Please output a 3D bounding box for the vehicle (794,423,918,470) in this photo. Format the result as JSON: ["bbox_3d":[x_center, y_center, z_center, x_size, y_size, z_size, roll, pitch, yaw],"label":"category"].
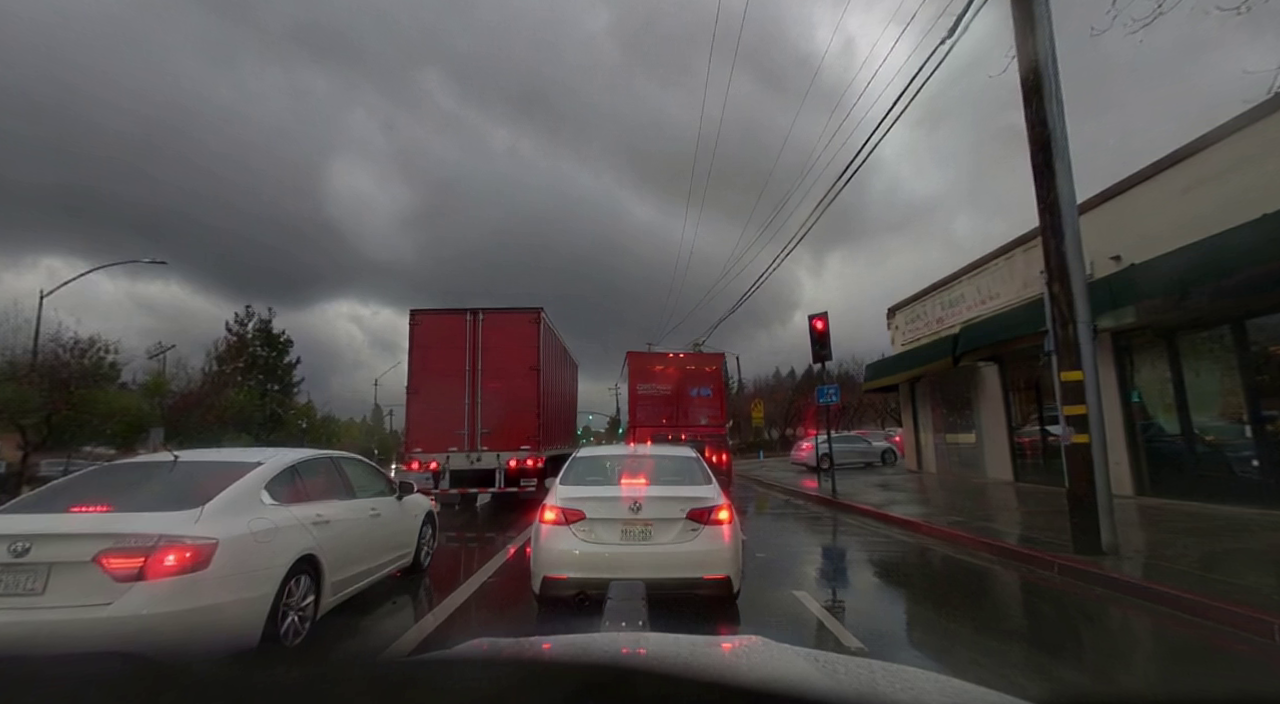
[{"bbox_3d":[9.519,4.193,27.840,4.681,1.713,1.969,-1,-10,-12],"label":"vehicle"}]

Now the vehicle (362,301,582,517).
[{"bbox_3d":[-3.252,1.489,14.619,3.020,3.800,7.105,0,-8,1],"label":"vehicle"}]

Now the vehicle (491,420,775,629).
[{"bbox_3d":[-0.102,1.567,6.709,2.067,1.506,4.118,0,-8,-2],"label":"vehicle"}]

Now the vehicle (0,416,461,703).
[{"bbox_3d":[-3.096,1.365,5.155,1.969,1.471,4.378,0,-8,0],"label":"vehicle"}]
